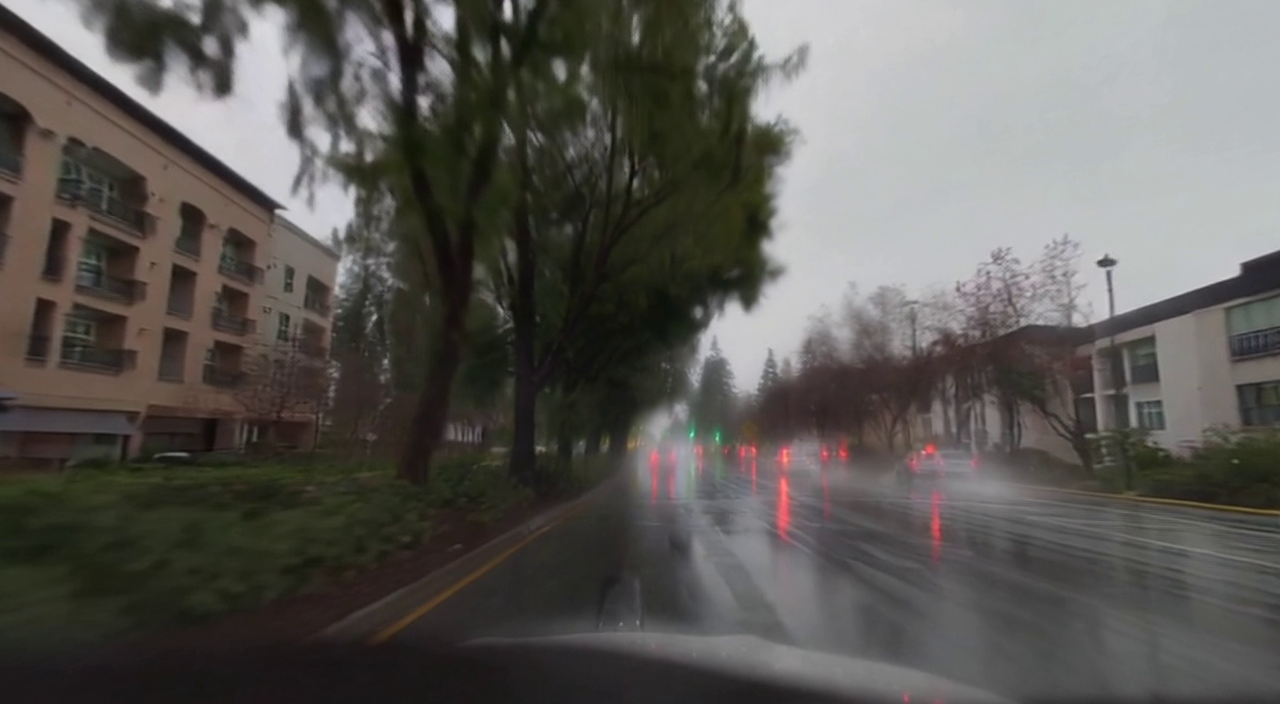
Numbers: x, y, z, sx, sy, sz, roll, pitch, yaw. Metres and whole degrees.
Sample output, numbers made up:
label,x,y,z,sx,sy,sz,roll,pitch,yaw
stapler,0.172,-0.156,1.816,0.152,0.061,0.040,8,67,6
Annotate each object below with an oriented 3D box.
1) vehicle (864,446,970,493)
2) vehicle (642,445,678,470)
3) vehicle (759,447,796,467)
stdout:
label,x,y,z,sx,sy,sz,roll,pitch,yaw
vehicle,9.634,4.089,22.373,2.020,1.472,3.958,0,-8,1
vehicle,1.206,6.498,39.187,2.077,1.477,3.897,0,-8,1
vehicle,10.542,8.049,48.743,1.888,1.472,4.350,0,-8,0
